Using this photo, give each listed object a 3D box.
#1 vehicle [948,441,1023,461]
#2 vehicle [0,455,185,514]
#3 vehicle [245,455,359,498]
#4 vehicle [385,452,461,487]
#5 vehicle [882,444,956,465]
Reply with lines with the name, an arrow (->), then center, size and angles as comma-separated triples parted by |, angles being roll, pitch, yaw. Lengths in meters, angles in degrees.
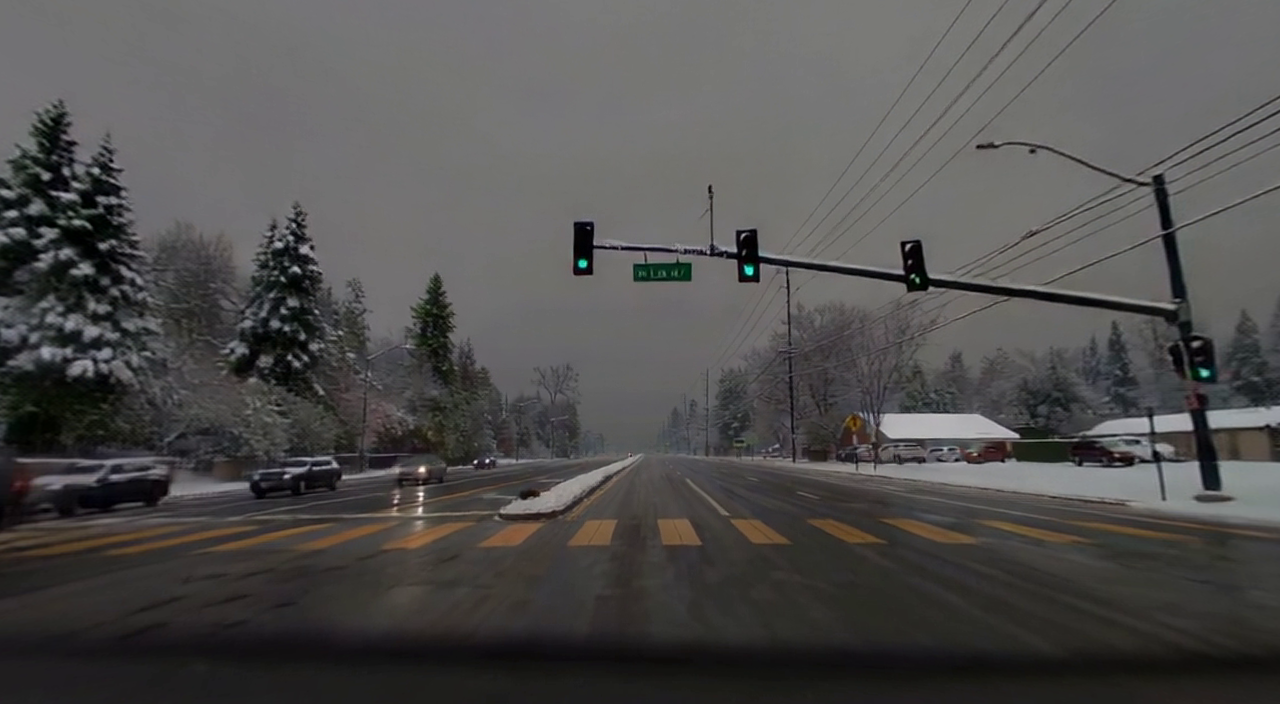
vehicle -> 25.614, 7.395, 46.875 | 4.368, 1.394, 1.983 | -1, -9, 1
vehicle -> -18.660, 4.456, 21.742 | 1.970, 1.690, 4.596 | -2, -8, 11
vehicle -> -13.488, 4.974, 25.566 | 1.909, 1.449, 4.775 | 0, -8, 1
vehicle -> -10.164, 5.519, 29.917 | 1.899, 1.464, 4.418 | -1, -8, 2
vehicle -> 20.880, 7.662, 47.296 | 4.664, 1.504, 1.816 | 0, -8, 2
